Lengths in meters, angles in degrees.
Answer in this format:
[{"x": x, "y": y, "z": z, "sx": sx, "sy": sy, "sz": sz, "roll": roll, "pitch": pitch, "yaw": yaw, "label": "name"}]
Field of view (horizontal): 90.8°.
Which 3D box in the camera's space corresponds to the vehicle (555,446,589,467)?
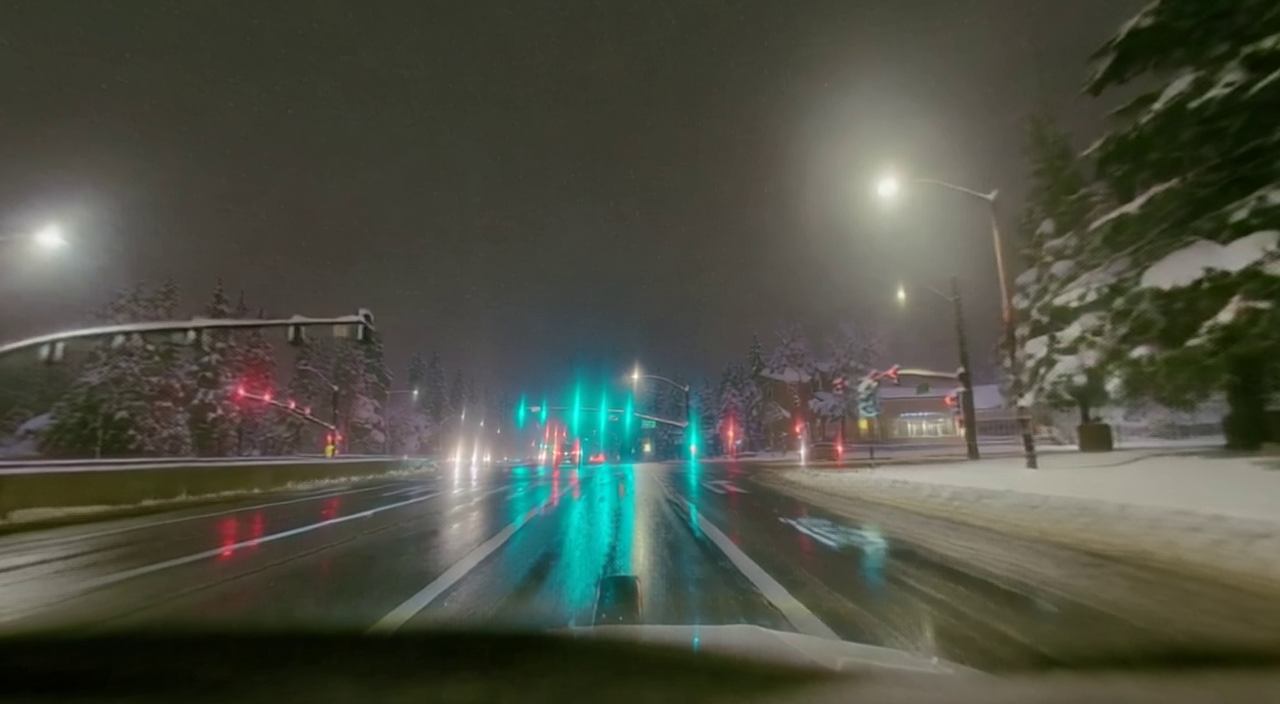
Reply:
[{"x": -4.880, "y": 7.558, "z": 45.989, "sx": 2.073, "sy": 1.445, "sz": 4.151, "roll": 0, "pitch": -8, "yaw": -1, "label": "vehicle"}]
